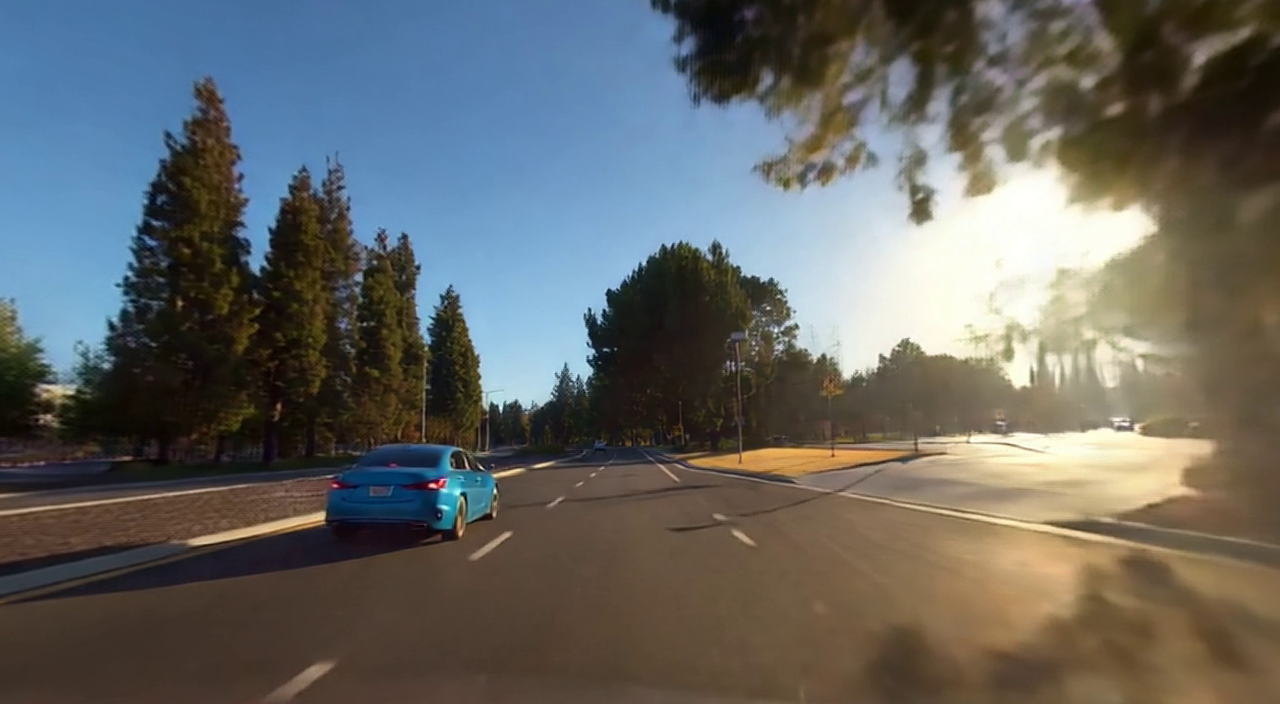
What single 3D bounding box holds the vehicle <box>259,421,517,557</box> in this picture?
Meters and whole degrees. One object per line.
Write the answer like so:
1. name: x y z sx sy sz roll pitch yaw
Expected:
1. vehicle: -3.156 1.801 9.006 1.964 1.472 4.078 0 -8 0
